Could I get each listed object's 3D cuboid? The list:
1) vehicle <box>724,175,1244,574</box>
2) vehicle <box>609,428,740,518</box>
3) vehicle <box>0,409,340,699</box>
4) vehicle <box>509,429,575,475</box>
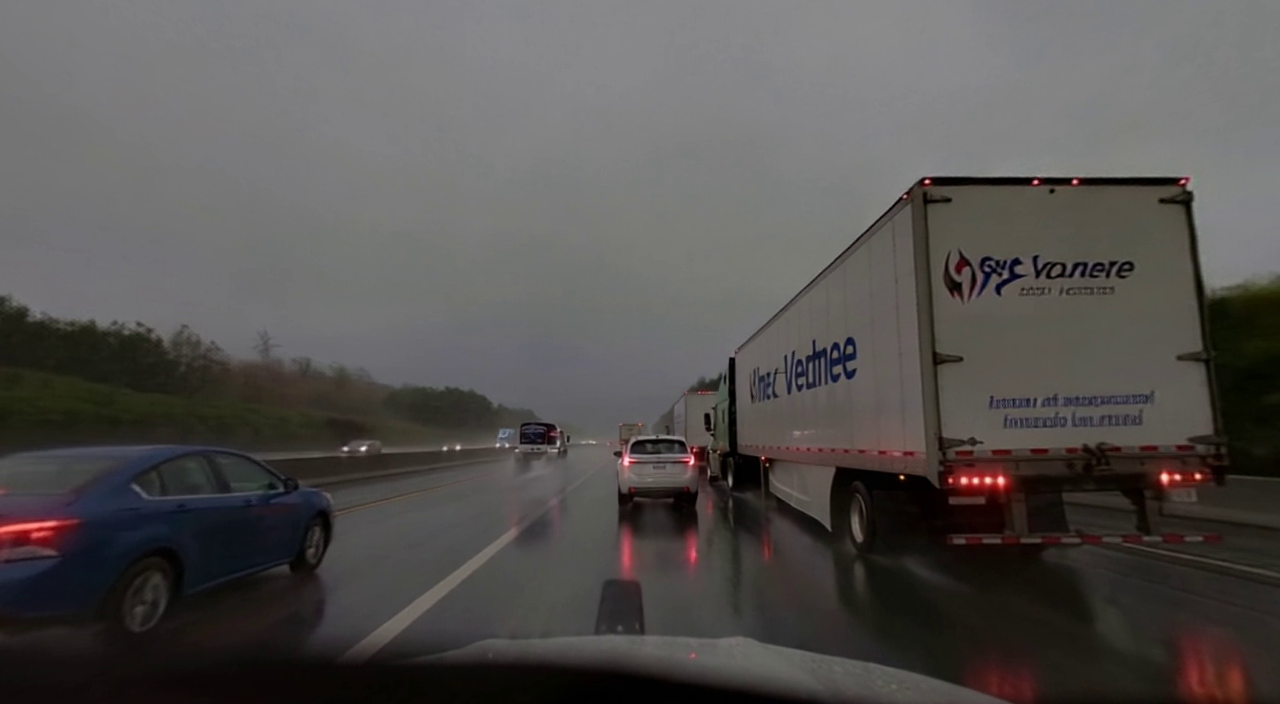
[{"bbox_3d":[4.344,1.116,13.558,2.883,4.070,14.423,0,-8,-1],"label":"vehicle"},{"bbox_3d":[0.492,2.315,12.730,2.200,1.495,4.282,0,-8,-2],"label":"vehicle"},{"bbox_3d":[-4.375,1.224,4.575,2.100,1.491,4.676,0,-8,0],"label":"vehicle"},{"bbox_3d":[-3.908,4.047,25.854,2.006,1.729,4.447,0,-8,0],"label":"vehicle"}]
